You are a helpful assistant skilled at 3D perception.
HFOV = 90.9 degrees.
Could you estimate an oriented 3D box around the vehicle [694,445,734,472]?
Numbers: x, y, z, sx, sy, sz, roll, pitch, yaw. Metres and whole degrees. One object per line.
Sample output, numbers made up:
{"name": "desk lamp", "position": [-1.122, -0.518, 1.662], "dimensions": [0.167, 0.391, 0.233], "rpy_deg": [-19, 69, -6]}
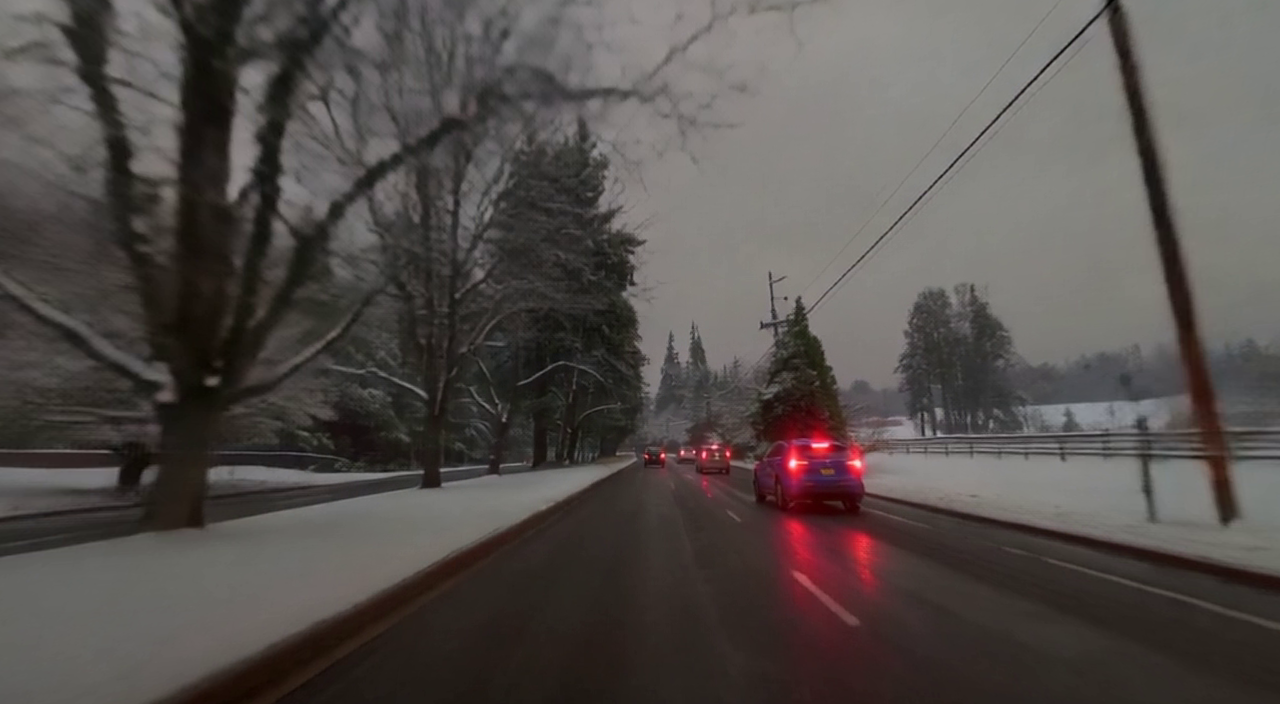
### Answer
{"name": "vehicle", "position": [4.704, 6.821, 40.692], "dimensions": [2.110, 1.666, 3.912], "rpy_deg": [0, -8, 1]}

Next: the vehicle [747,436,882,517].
{"name": "vehicle", "position": [3.906, 2.842, 14.928], "dimensions": [2.052, 1.639, 4.123], "rpy_deg": [0, -8, 1]}
